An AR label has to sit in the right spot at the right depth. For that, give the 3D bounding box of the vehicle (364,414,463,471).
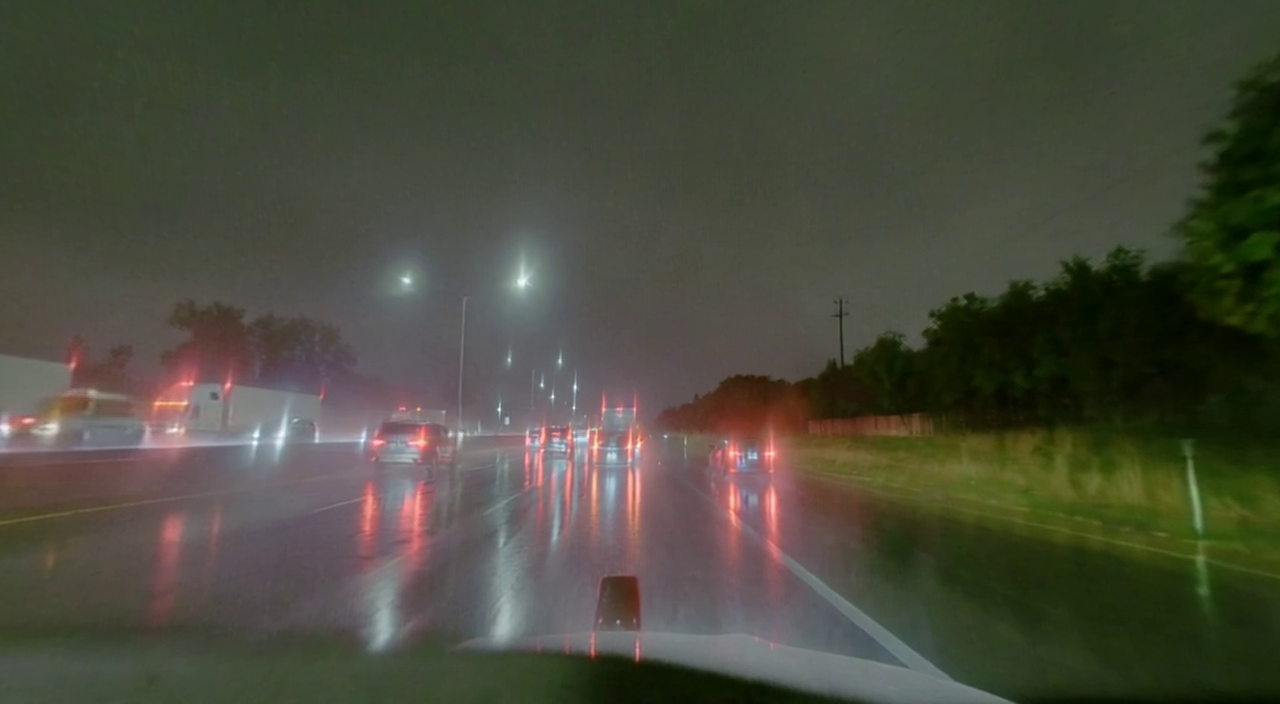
[{"bbox_3d":[-8.530,3.455,24.212,2.158,1.943,4.662,0,-8,-1],"label":"vehicle"}]

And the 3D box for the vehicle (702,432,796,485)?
[{"bbox_3d":[3.337,3.328,20.127,1.981,1.474,4.396,0,-8,-3],"label":"vehicle"}]

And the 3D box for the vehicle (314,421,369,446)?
[{"bbox_3d":[-20.395,5.594,43.100,1.831,1.575,4.218,0,-8,-3],"label":"vehicle"}]

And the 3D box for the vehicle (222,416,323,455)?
[{"bbox_3d":[-15.707,3.610,27.171,1.977,1.542,4.157,0,-8,-3],"label":"vehicle"}]

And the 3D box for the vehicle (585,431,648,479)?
[{"bbox_3d":[-0.796,3.451,21.478,1.980,1.478,3.758,0,-8,-2],"label":"vehicle"}]

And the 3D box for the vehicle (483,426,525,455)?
[{"bbox_3d":[-9.266,6.072,43.125,1.992,1.838,4.493,0,-8,-2],"label":"vehicle"}]

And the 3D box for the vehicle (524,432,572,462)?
[{"bbox_3d":[-4.832,5.051,33.596,2.046,1.493,4.384,0,-8,-2],"label":"vehicle"}]

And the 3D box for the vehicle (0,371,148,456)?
[{"bbox_3d":[-19.342,2.083,20.508,2.297,2.410,5.389,0,-8,-2],"label":"vehicle"}]

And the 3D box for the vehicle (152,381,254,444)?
[{"bbox_3d":[-28.722,4.099,41.645,2.908,3.868,5.411,0,-8,-3],"label":"vehicle"}]
